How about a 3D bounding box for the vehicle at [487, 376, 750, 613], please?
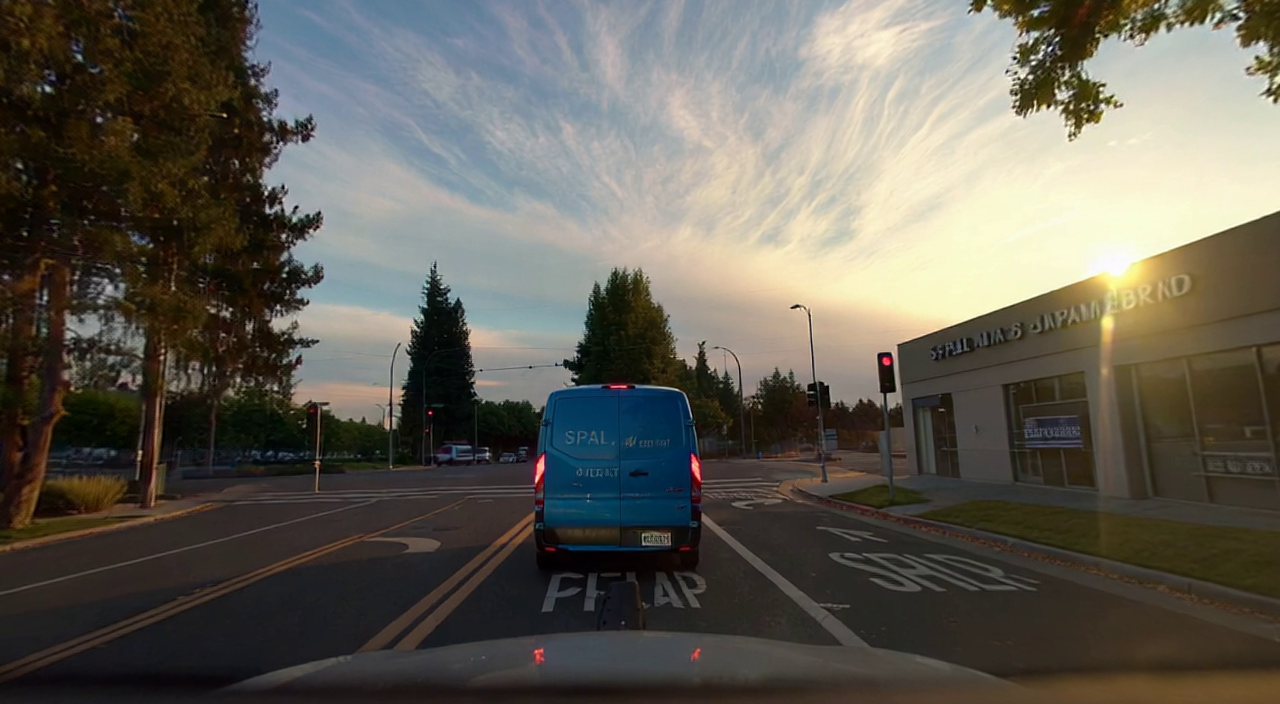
[{"bbox_3d":[-0.296,1.478,7.297,2.181,1.949,3.932,1,-9,-4],"label":"vehicle"}]
